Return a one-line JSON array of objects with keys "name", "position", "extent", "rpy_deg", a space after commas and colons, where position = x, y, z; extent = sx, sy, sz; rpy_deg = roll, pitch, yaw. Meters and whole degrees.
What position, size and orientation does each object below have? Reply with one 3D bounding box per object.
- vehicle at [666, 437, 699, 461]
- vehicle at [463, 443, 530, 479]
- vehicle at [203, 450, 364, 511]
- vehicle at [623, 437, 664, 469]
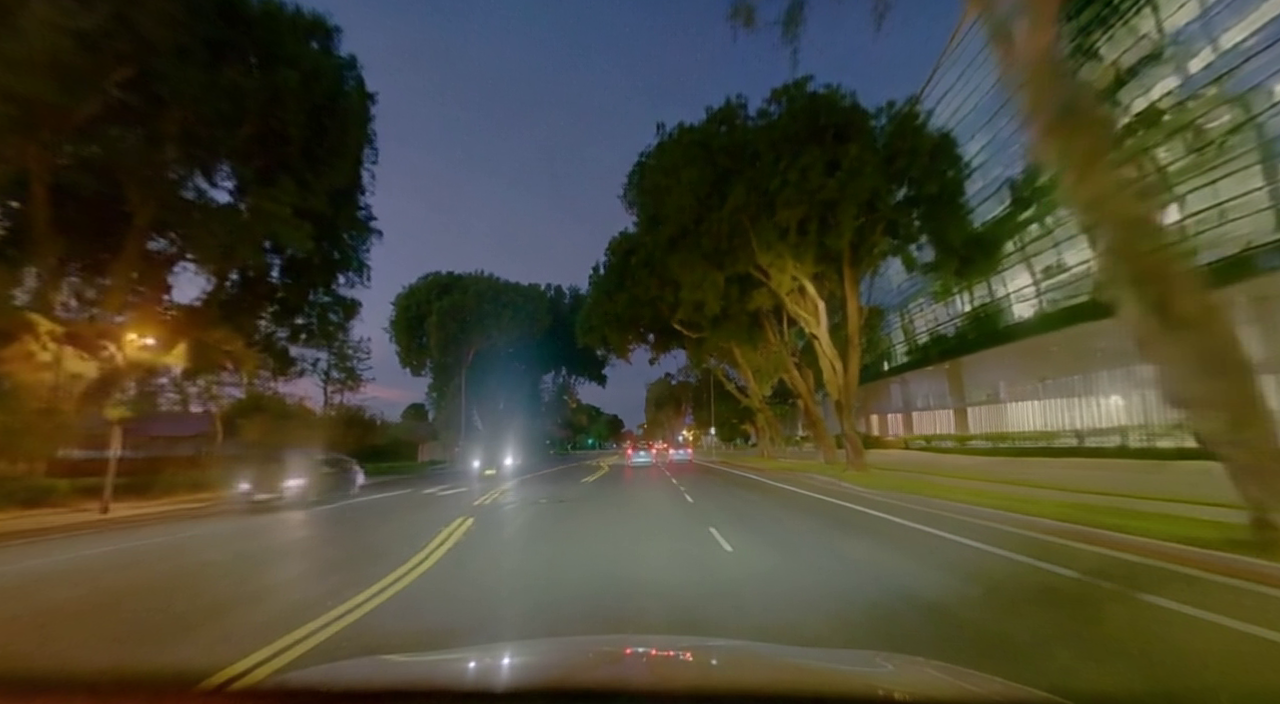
[{"name": "vehicle", "position": [3.248, 7.523, 48.976], "extent": [2.189, 1.766, 4.495], "rpy_deg": [0, -8, 0]}, {"name": "vehicle", "position": [-6.481, 4.944, 28.995], "extent": [2.020, 1.512, 4.296], "rpy_deg": [0, -8, 1]}, {"name": "vehicle", "position": [-10.048, 3.607, 18.307], "extent": [1.932, 1.484, 4.683], "rpy_deg": [0, -8, 0]}, {"name": "vehicle", "position": [0.159, 5.572, 34.886], "extent": [2.109, 1.612, 3.963], "rpy_deg": [0, -8, -1]}]
